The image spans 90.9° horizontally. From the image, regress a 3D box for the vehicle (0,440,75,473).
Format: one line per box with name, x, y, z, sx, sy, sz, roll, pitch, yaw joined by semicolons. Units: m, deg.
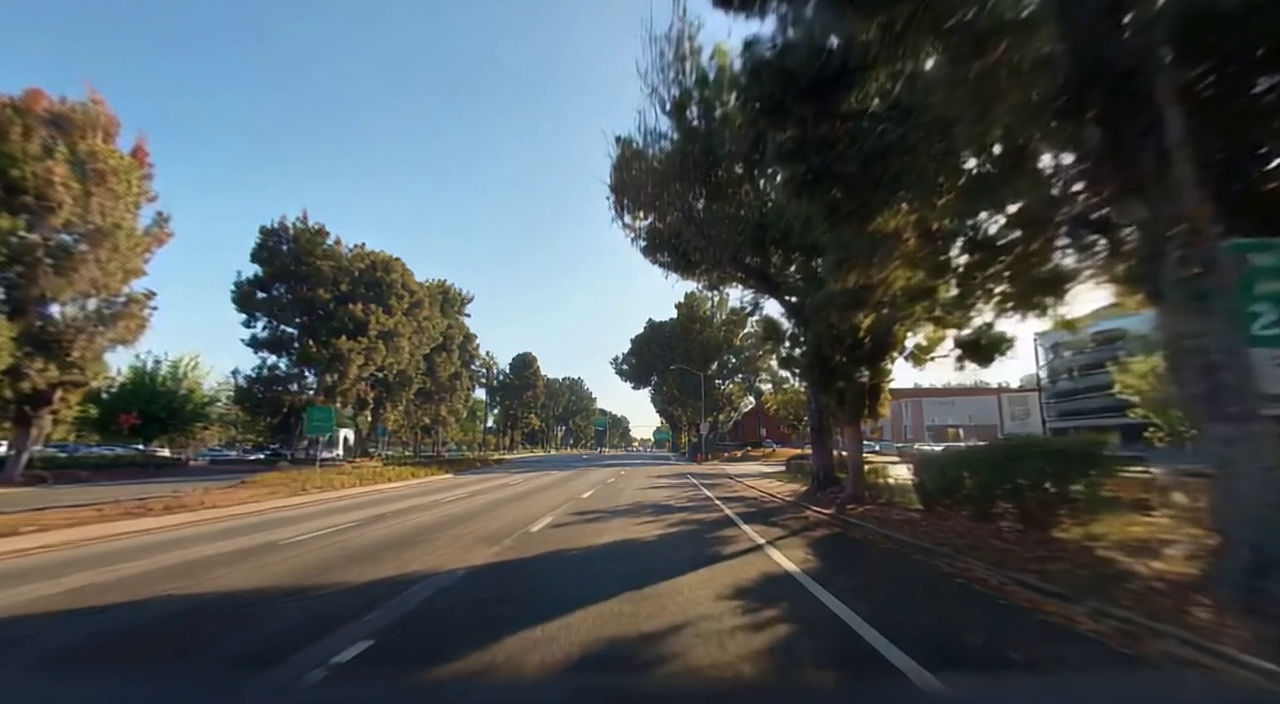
vehicle;-36.067;5.977;36.289;5.145;1.805;2.205;-1;-8;4
